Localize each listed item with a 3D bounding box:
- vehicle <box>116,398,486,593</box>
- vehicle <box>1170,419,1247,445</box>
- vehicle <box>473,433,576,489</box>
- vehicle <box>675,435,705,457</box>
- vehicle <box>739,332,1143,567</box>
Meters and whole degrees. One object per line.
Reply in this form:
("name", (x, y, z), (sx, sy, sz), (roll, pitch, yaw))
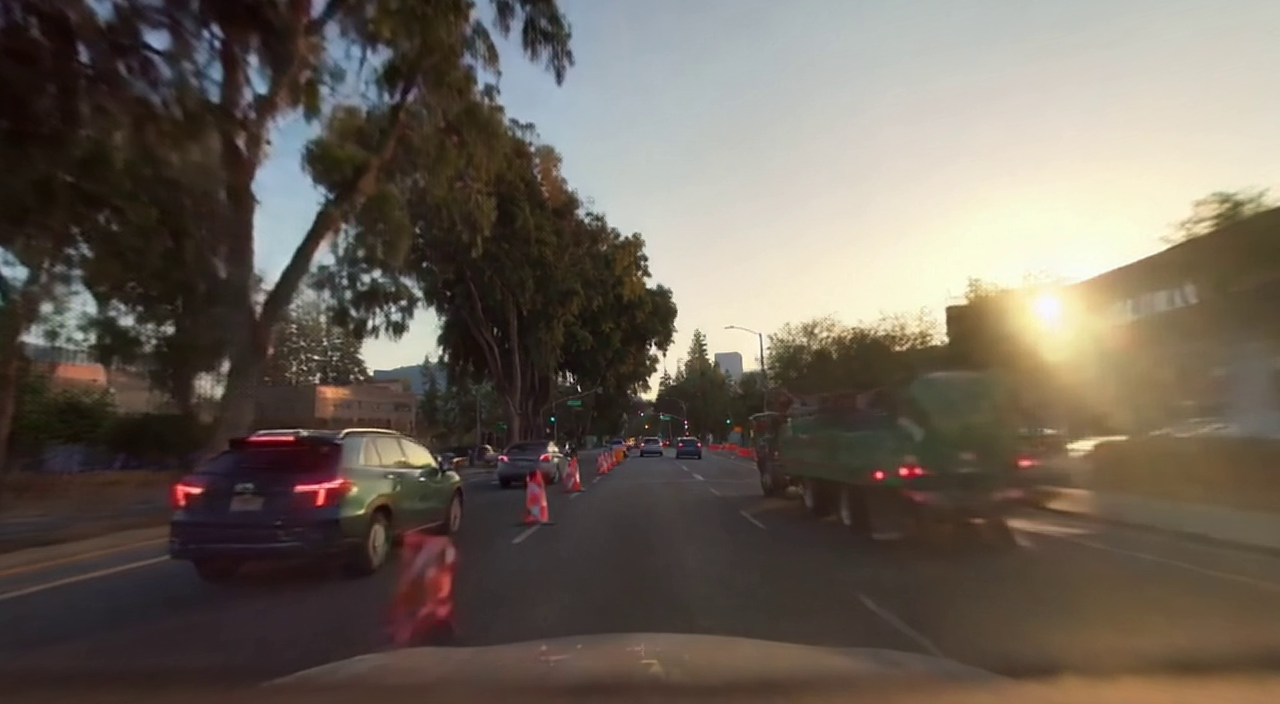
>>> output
("vehicle", (-3.505, 1.563, 7.760), (2.038, 1.682, 4.399), (0, -8, 1))
("vehicle", (35.863, 5.083, 39.875), (1.999, 1.564, 3.899), (-2, -8, 16))
("vehicle", (-3.351, 3.278, 19.337), (2.107, 1.482, 4.674), (0, -8, 2))
("vehicle", (3.944, 7.294, 49.067), (1.984, 1.659, 4.226), (-1, -8, 9))
("vehicle", (3.790, 1.568, 10.658), (2.760, 2.465, 7.936), (0, -8, -1))
